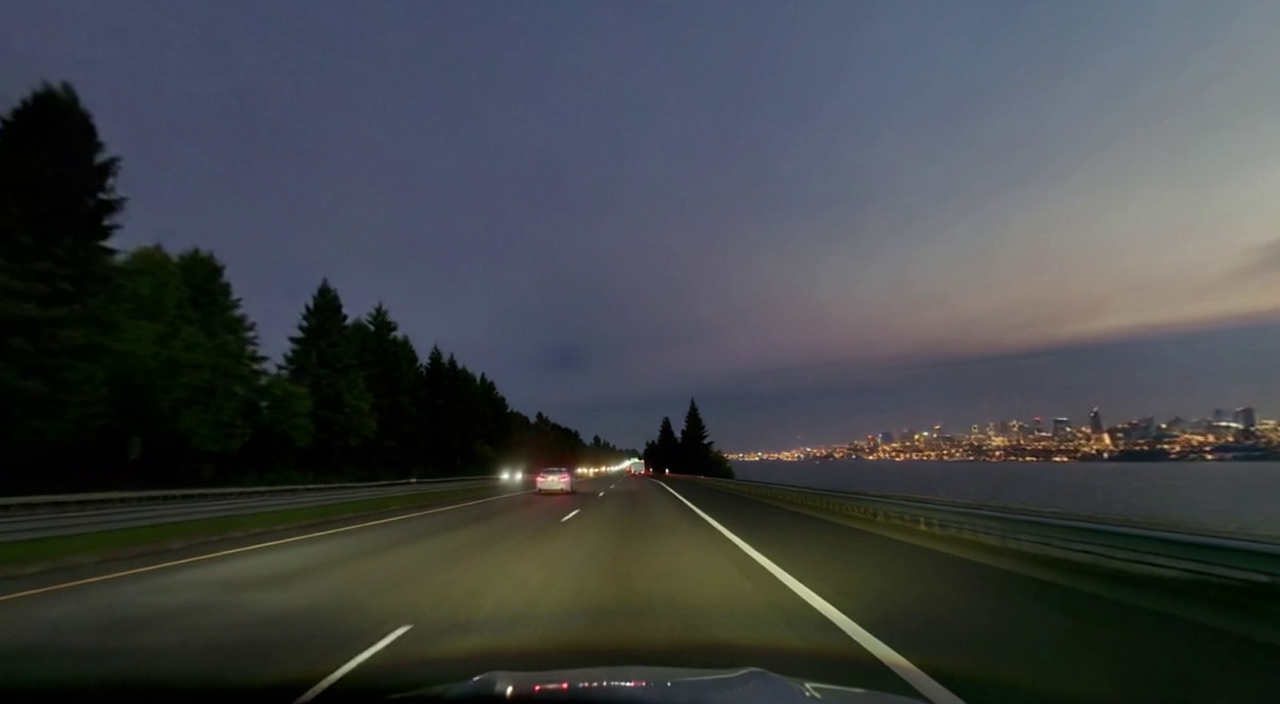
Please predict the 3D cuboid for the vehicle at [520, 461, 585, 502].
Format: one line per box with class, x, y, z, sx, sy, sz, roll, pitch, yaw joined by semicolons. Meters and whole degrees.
vehicle;-3.594;5.475;26.874;2.006;1.516;4.820;1;-11;1
